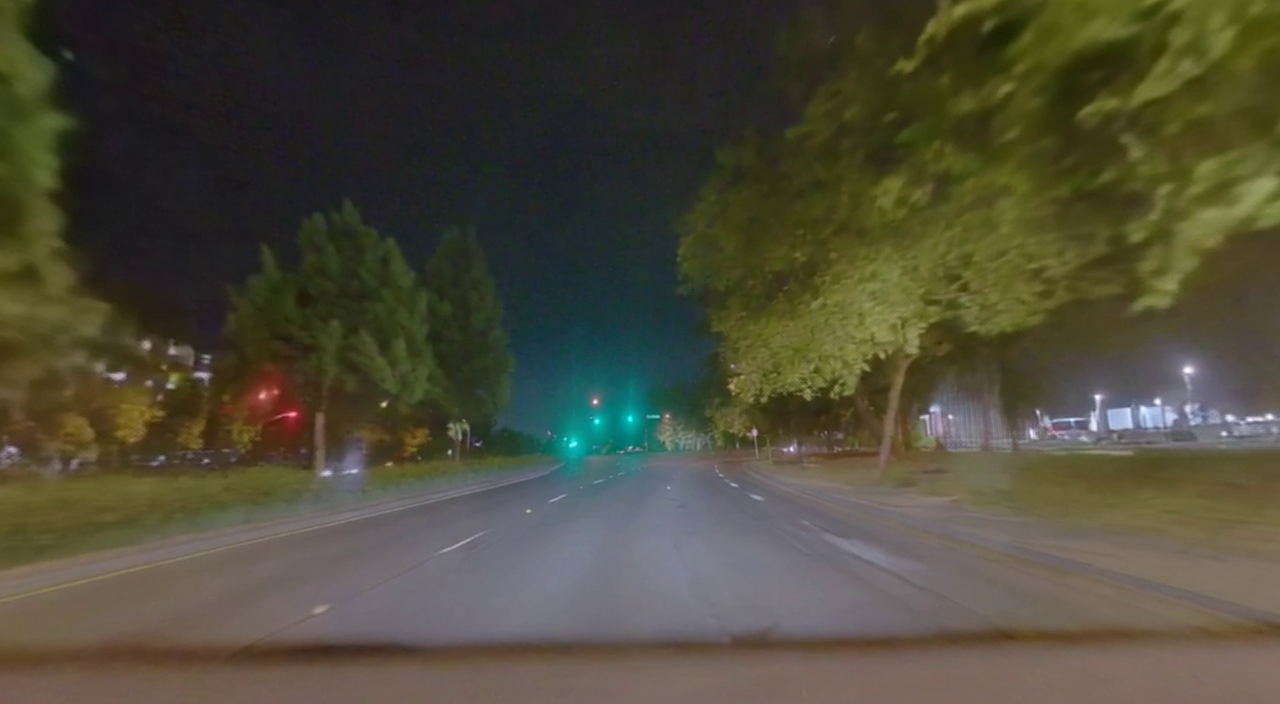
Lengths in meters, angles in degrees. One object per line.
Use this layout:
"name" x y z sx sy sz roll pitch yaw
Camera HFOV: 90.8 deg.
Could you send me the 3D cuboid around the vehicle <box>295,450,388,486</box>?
"vehicle" -14.028 5.461 30.013 1.842 1.529 4.356 -2 -9 8
